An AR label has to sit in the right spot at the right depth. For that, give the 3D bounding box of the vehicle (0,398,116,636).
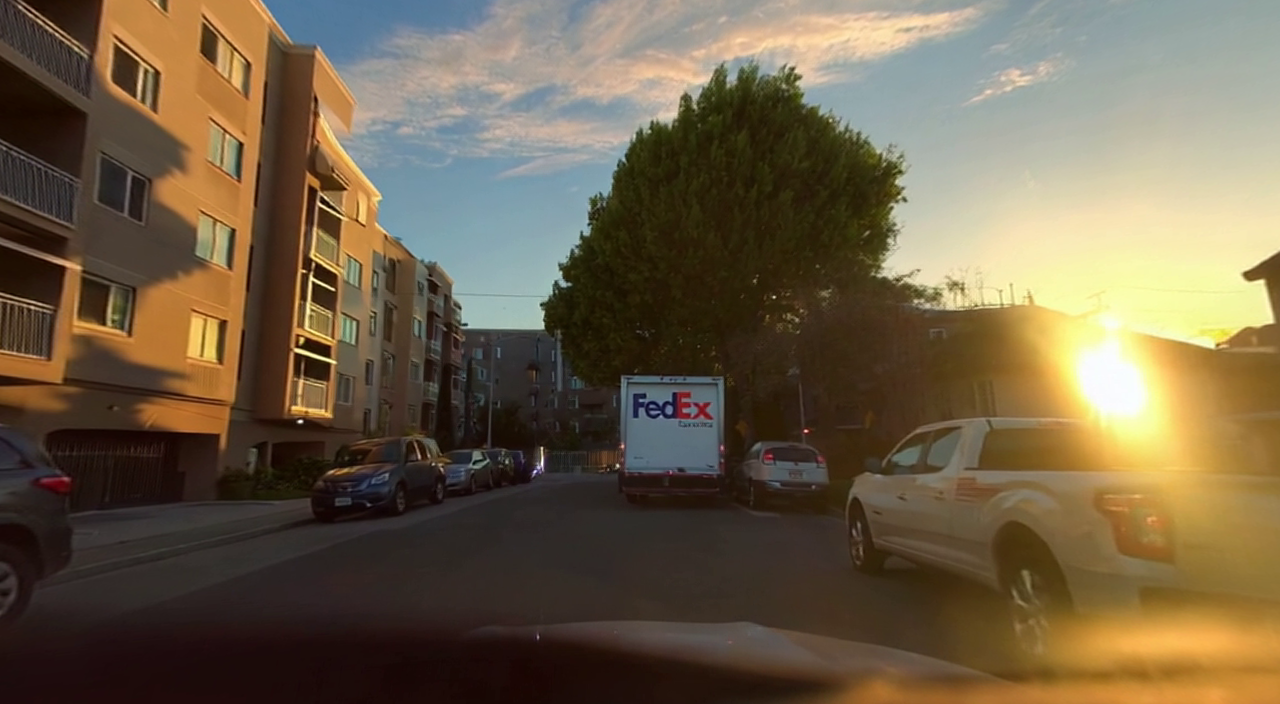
[{"bbox_3d":[-5.835,1.058,3.523,2.089,1.757,4.256,0,-8,1],"label":"vehicle"}]

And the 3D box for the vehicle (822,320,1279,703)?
[{"bbox_3d":[3.516,1.244,5.522,2.221,1.991,5.564,0,-8,0],"label":"vehicle"}]

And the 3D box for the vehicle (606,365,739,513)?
[{"bbox_3d":[0.669,2.527,18.225,2.930,3.275,8.180,0,-8,-1],"label":"vehicle"}]

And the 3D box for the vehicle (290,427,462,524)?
[{"bbox_3d":[-5.817,2.763,14.718,2.020,1.867,4.654,0,-8,-1],"label":"vehicle"}]

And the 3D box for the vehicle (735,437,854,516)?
[{"bbox_3d":[3.478,2.860,14.999,1.868,1.623,3.815,0,-8,0],"label":"vehicle"}]
